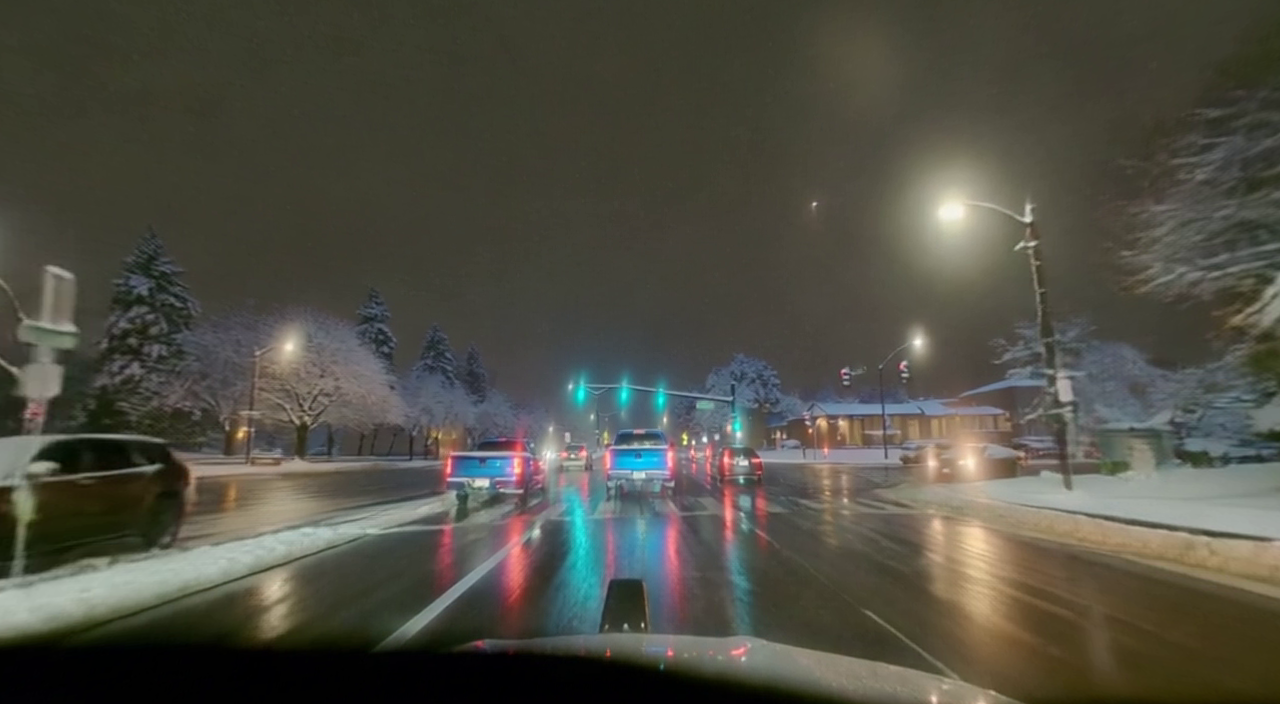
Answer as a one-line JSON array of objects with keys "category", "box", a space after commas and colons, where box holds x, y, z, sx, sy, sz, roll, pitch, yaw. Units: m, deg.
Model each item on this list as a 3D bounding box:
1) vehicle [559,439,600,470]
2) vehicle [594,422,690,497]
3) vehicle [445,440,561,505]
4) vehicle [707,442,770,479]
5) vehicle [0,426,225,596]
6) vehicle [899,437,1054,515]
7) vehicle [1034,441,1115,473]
[{"category": "vehicle", "box": [-3.570, 6.168, 38.060, 2.018, 1.700, 4.142, 0, -8, 0]}, {"category": "vehicle", "box": [0.053, 3.191, 19.044, 2.493, 1.934, 4.957, 0, -8, 0]}, {"category": "vehicle", "box": [-3.419, 3.087, 16.679, 1.986, 1.465, 4.509, 0, -8, 1]}, {"category": "vehicle", "box": [4.232, 4.737, 27.844, 1.968, 1.472, 4.456, 0, -8, -1]}, {"category": "vehicle", "box": [-6.805, 1.582, 6.556, 1.907, 1.541, 4.364, -1, -8, 1]}, {"category": "vehicle", "box": [9.139, 3.348, 17.684, 2.126, 1.820, 4.521, 1, -8, 5]}, {"category": "vehicle", "box": [28.516, 6.812, 41.312, 5.227, 1.935, 2.289, 5, -10, -32]}]
